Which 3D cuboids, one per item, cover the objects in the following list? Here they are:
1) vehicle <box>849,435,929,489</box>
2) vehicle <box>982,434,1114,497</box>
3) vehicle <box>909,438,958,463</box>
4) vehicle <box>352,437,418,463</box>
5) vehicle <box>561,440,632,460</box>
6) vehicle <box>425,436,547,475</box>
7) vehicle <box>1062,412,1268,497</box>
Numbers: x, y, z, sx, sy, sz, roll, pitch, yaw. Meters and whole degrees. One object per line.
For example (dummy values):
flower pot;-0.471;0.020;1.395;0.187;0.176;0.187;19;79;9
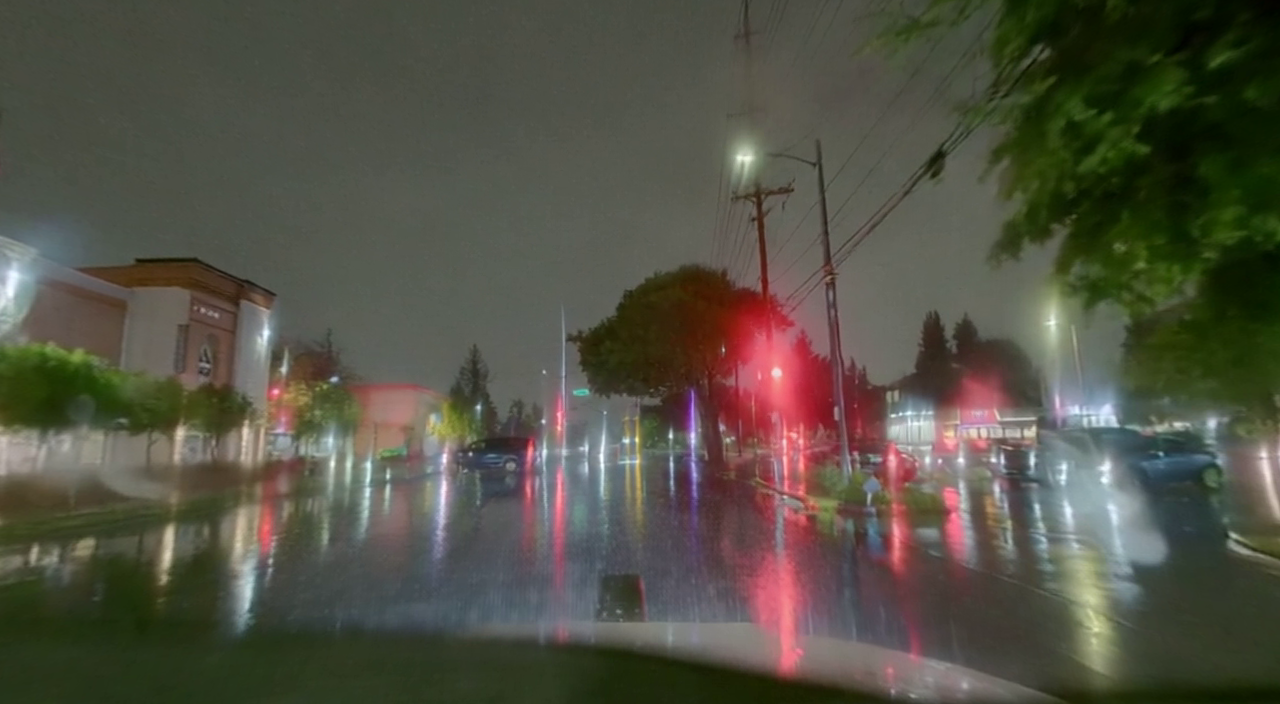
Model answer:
vehicle;7.628;3.364;19.729;1.867;1.479;4.452;-3;-9;16
vehicle;11.726;3.249;18.556;2.031;1.592;4.470;-3;-9;17
vehicle;17.079;5.718;36.875;1.936;1.391;3.874;-2;-9;16
vehicle;-18.826;7.267;46.884;2.082;1.779;4.841;-2;-8;13
vehicle;-3.226;7.269;46.971;4.792;1.468;2.116;-2;-9;15
vehicle;-6.093;4.123;25.277;4.376;1.476;1.791;-1;-8;4
vehicle;14.055;2.799;17.525;2.265;1.919;5.745;-4;-9;18
